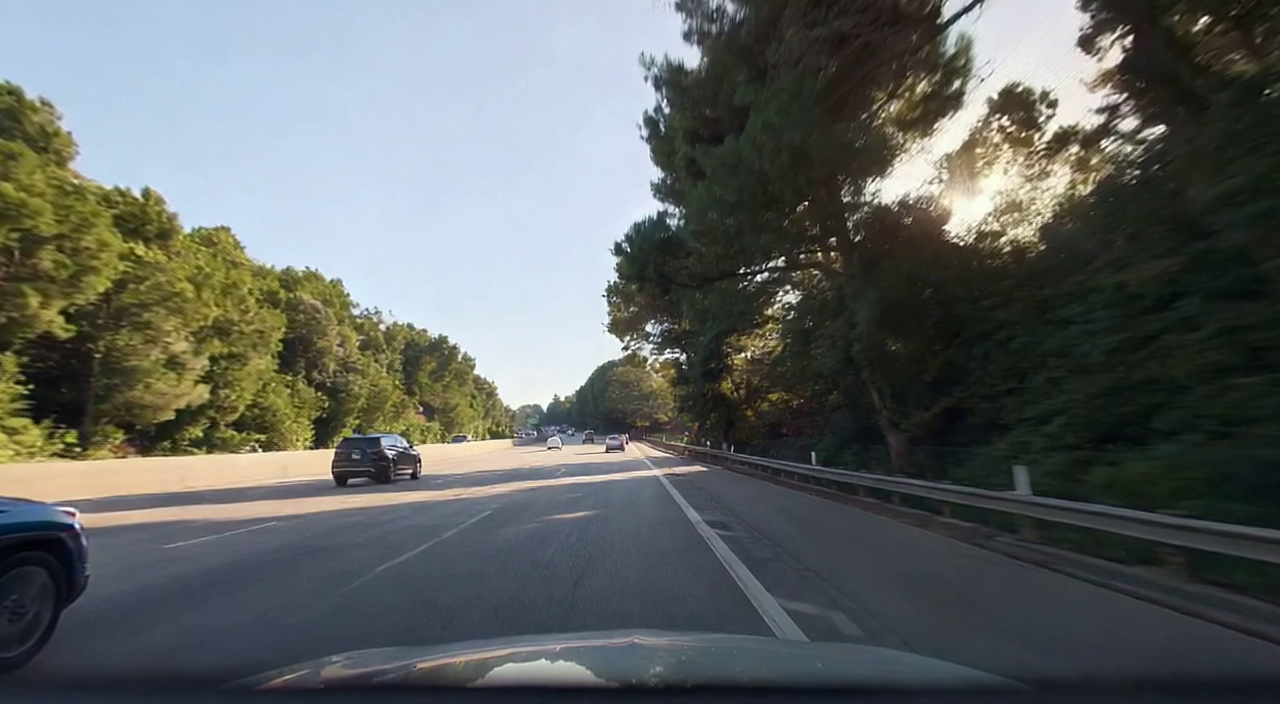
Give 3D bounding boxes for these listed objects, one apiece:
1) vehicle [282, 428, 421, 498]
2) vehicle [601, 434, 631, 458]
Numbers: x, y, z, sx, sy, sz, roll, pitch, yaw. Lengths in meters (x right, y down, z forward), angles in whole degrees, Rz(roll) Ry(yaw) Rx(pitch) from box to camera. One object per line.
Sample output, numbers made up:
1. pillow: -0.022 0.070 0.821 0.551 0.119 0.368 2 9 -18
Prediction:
1. vehicle: -8.032 3.081 18.072 1.964 1.745 4.338 0 -7 0
2. vehicle: -1.779 7.134 48.032 2.178 1.658 3.916 0 -7 -1
